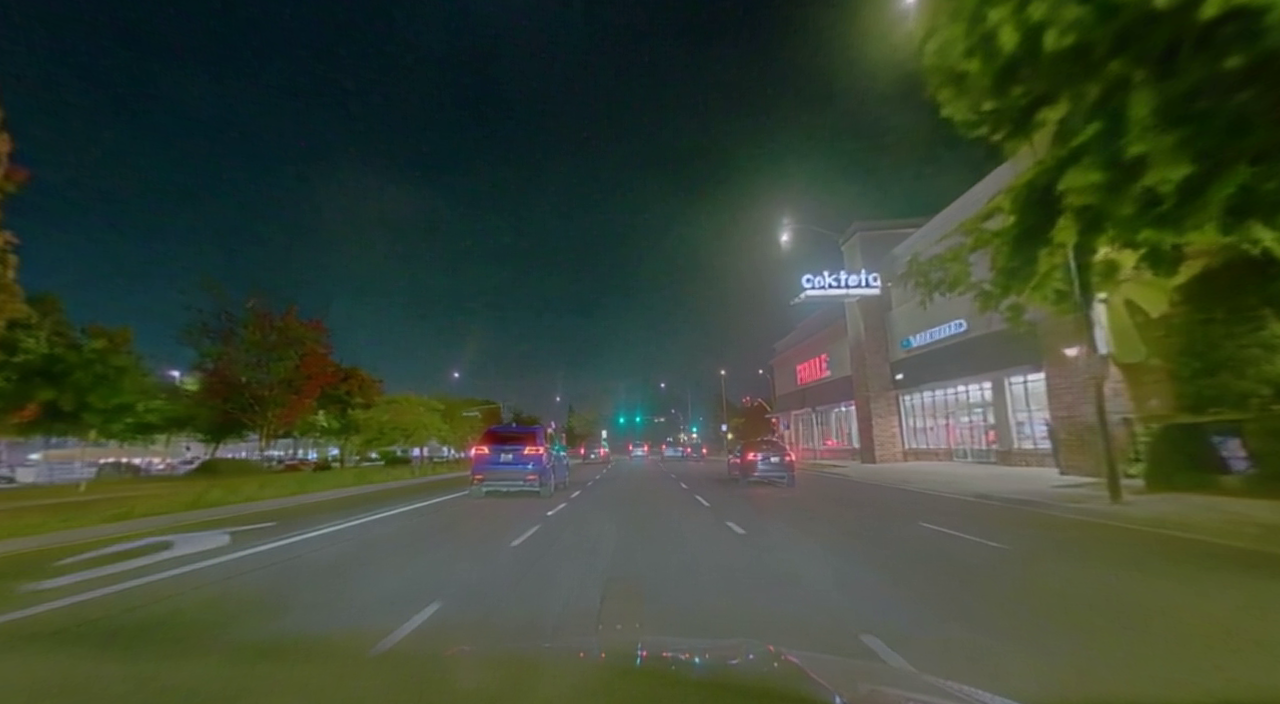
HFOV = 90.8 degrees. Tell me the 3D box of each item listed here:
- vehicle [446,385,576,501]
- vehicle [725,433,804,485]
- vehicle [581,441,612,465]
[{"bbox_3d":[-3.416,2.641,18.291,2.443,2.784,5.862,0,-9,1],"label":"vehicle"},{"bbox_3d":[4.319,3.788,22.629,1.869,1.646,4.166,0,-9,-2],"label":"vehicle"},{"bbox_3d":[-3.369,7.879,49.314,2.030,1.724,4.365,0,-9,1],"label":"vehicle"}]
